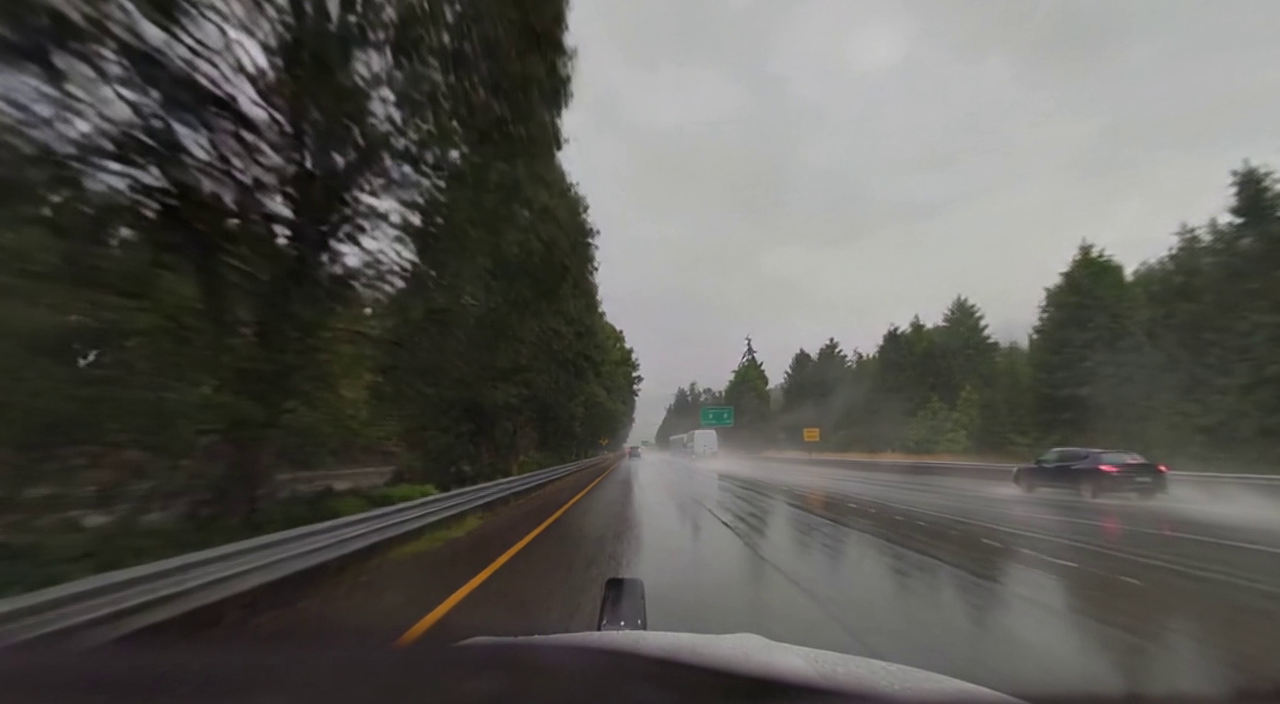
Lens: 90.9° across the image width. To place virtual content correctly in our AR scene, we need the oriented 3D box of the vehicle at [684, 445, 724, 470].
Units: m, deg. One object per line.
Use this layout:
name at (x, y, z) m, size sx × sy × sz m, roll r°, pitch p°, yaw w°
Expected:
vehicle at (4.243, 7.047, 42.312) m, size 2.058 × 1.605 × 4.116 m, roll 0°, pitch -9°, yaw -2°

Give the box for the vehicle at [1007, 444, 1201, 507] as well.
vehicle at (11.543, 3.064, 16.066) m, size 1.926 × 1.386 × 3.719 m, roll 0°, pitch -9°, yaw -4°
